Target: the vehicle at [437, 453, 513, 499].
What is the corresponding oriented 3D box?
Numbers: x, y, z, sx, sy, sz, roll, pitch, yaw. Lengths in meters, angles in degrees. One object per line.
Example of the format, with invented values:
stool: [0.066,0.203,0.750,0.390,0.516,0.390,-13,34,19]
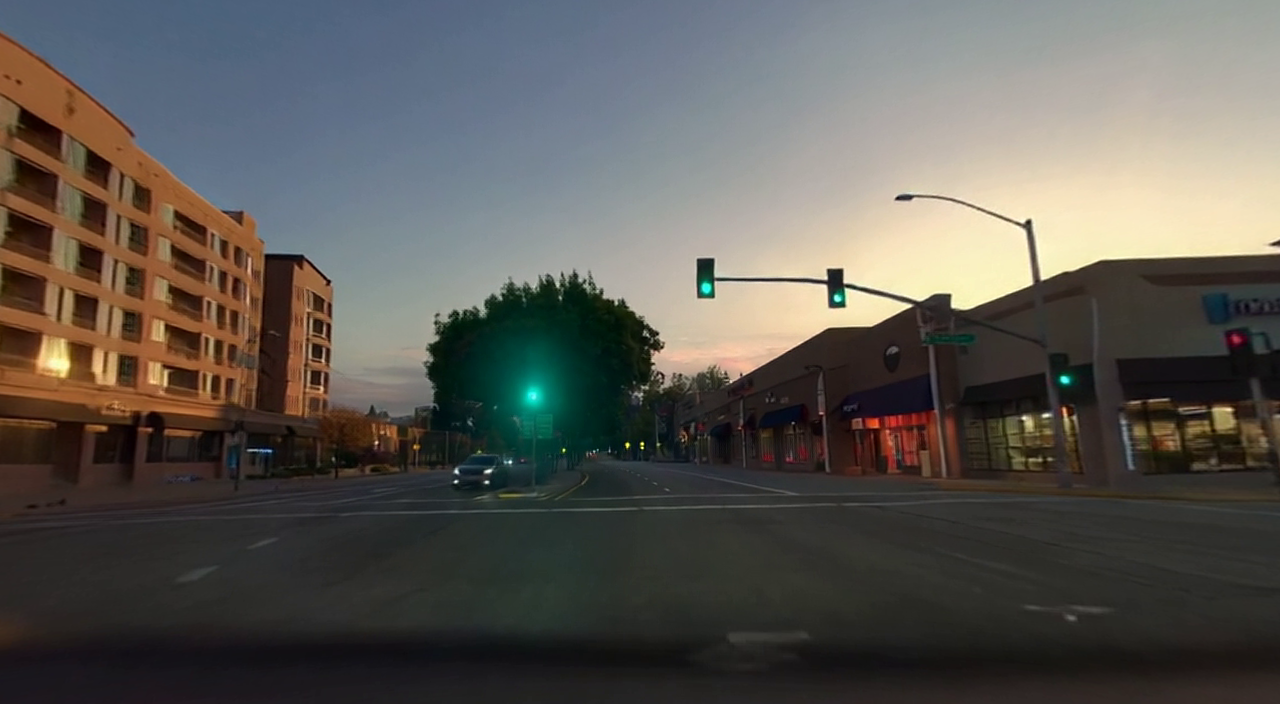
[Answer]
vehicle: [-6.031,4.558,23.620,1.894,1.474,4.332,0,-8,-4]
